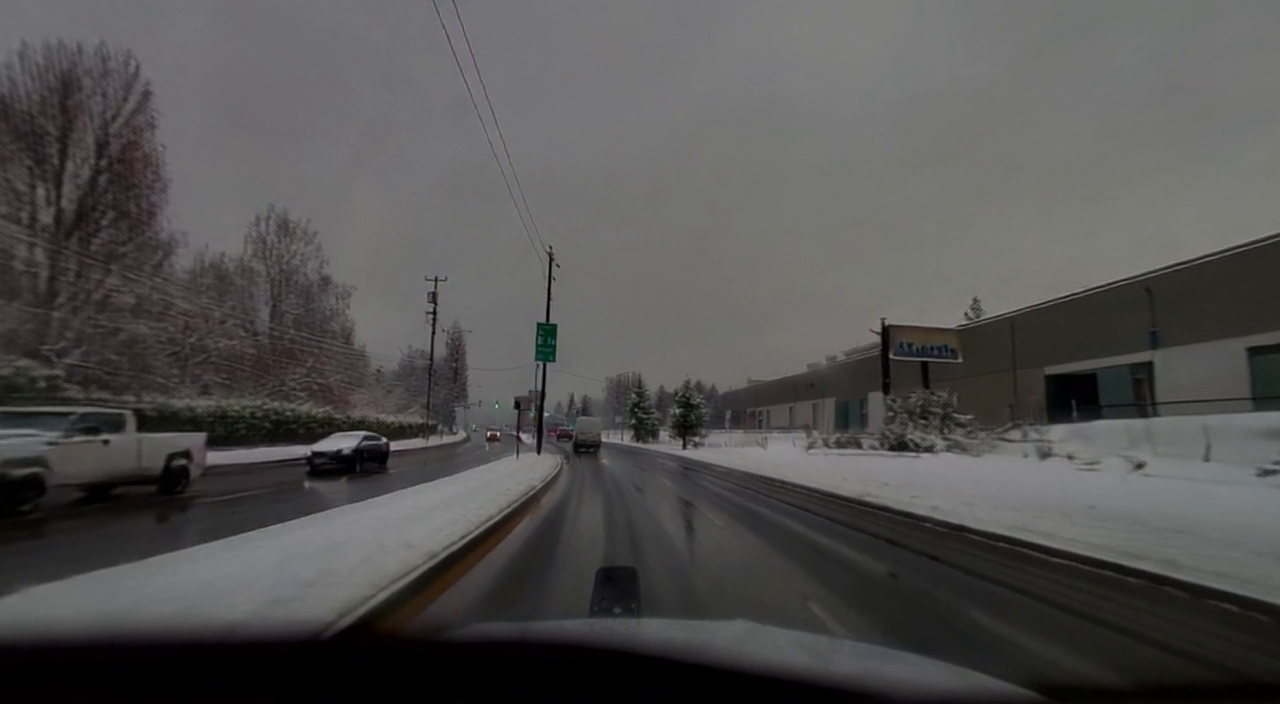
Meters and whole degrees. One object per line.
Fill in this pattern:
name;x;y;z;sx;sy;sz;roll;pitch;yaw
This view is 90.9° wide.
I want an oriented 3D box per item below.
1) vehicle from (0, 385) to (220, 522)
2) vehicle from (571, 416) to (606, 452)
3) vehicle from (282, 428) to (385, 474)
vehicle;-10.326;1.758;11.247;2.198;1.916;5.296;1;-8;-3
vehicle;-4.130;6.472;49.537;2.276;2.706;5.232;1;-8;-9
vehicle;-11.016;3.586;23.014;1.897;1.515;3.986;1;-8;-3
